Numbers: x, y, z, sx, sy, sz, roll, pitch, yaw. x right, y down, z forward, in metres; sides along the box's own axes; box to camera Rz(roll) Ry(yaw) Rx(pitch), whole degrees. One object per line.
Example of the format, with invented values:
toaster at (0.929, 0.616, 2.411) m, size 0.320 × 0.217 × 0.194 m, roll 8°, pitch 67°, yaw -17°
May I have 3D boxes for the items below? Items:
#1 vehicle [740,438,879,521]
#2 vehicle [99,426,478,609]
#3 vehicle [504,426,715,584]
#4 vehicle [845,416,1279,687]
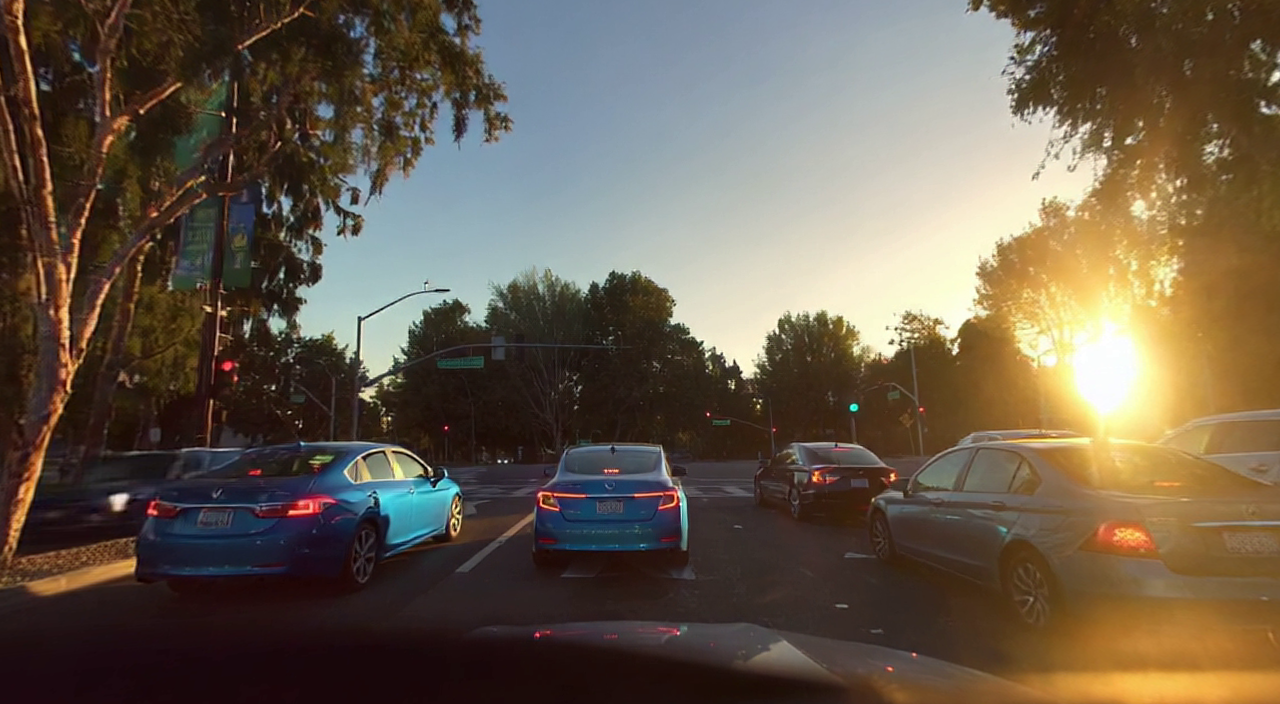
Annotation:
vehicle at (3.397, 2.614, 13.492) m, size 1.852 × 1.498 × 3.825 m, roll 0°, pitch -9°, yaw -1°
vehicle at (-3.372, 1.653, 7.224) m, size 1.929 × 1.457 × 4.136 m, roll 0°, pitch -9°, yaw 0°
vehicle at (-0.310, 1.732, 7.881) m, size 1.994 × 1.479 × 3.647 m, roll 0°, pitch -9°, yaw -1°
vehicle at (3.607, 1.434, 5.769) m, size 1.953 × 1.471 × 4.470 m, roll 0°, pitch -9°, yaw 0°
